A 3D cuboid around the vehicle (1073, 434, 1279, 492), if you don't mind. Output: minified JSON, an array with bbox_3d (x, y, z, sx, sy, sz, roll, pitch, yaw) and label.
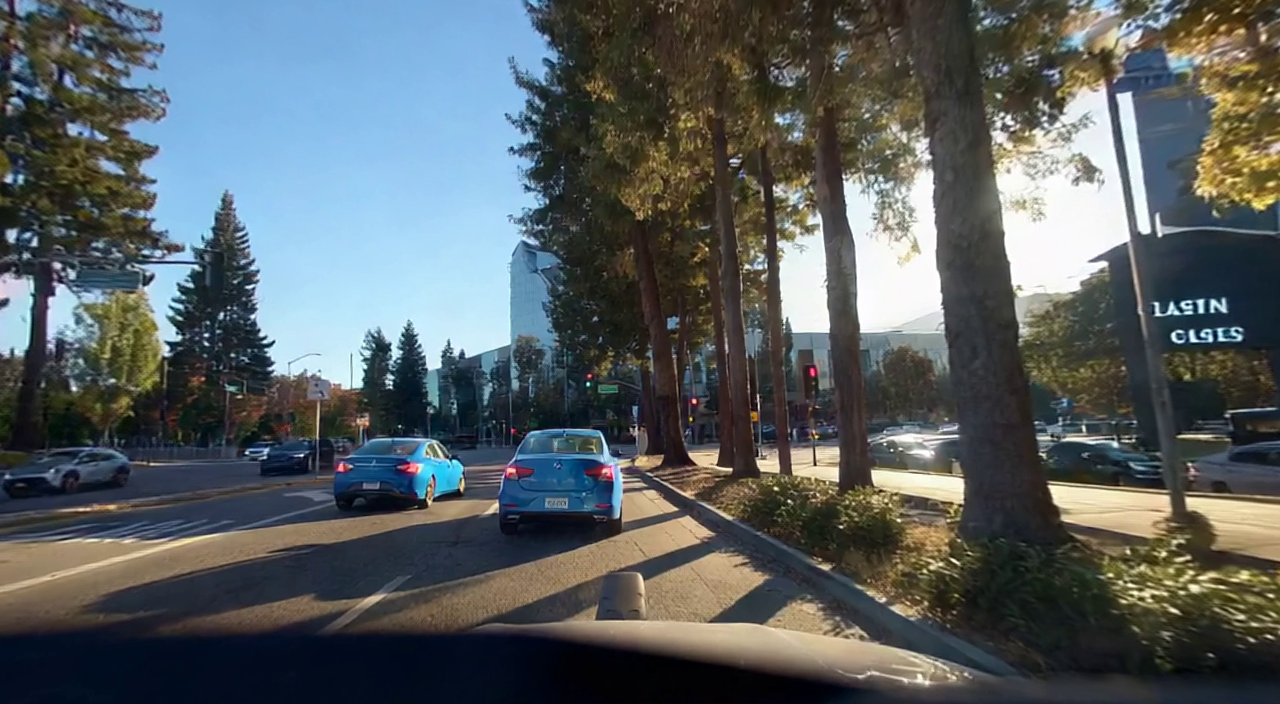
[{"bbox_3d":[14.251,2.927,16.828,4.242,1.423,1.802,1,-8,-7],"label":"vehicle"}]

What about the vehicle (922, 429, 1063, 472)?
[{"bbox_3d":[13.950,3.896,25.168,4.393,1.621,2.067,1,-8,-6],"label":"vehicle"}]

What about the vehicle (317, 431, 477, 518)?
[{"bbox_3d":[-4.649,2.381,12.775,1.998,1.452,3.773,1,-8,-5],"label":"vehicle"}]

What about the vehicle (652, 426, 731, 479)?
[{"bbox_3d":[1.714,3.561,22.532,2.028,1.678,4.220,1,-8,-6],"label":"vehicle"}]

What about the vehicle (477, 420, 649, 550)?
[{"bbox_3d":[-1.136,1.900,9.748,2.045,1.533,4.183,1,-8,-6],"label":"vehicle"}]

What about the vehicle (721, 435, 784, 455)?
[{"bbox_3d":[8.584,7.128,48.420,4.428,1.478,1.772,1,-9,-5],"label":"vehicle"}]

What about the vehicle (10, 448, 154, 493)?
[{"bbox_3d":[-22.690,4.806,25.997,2.058,1.640,4.414,0,-8,-4],"label":"vehicle"}]
